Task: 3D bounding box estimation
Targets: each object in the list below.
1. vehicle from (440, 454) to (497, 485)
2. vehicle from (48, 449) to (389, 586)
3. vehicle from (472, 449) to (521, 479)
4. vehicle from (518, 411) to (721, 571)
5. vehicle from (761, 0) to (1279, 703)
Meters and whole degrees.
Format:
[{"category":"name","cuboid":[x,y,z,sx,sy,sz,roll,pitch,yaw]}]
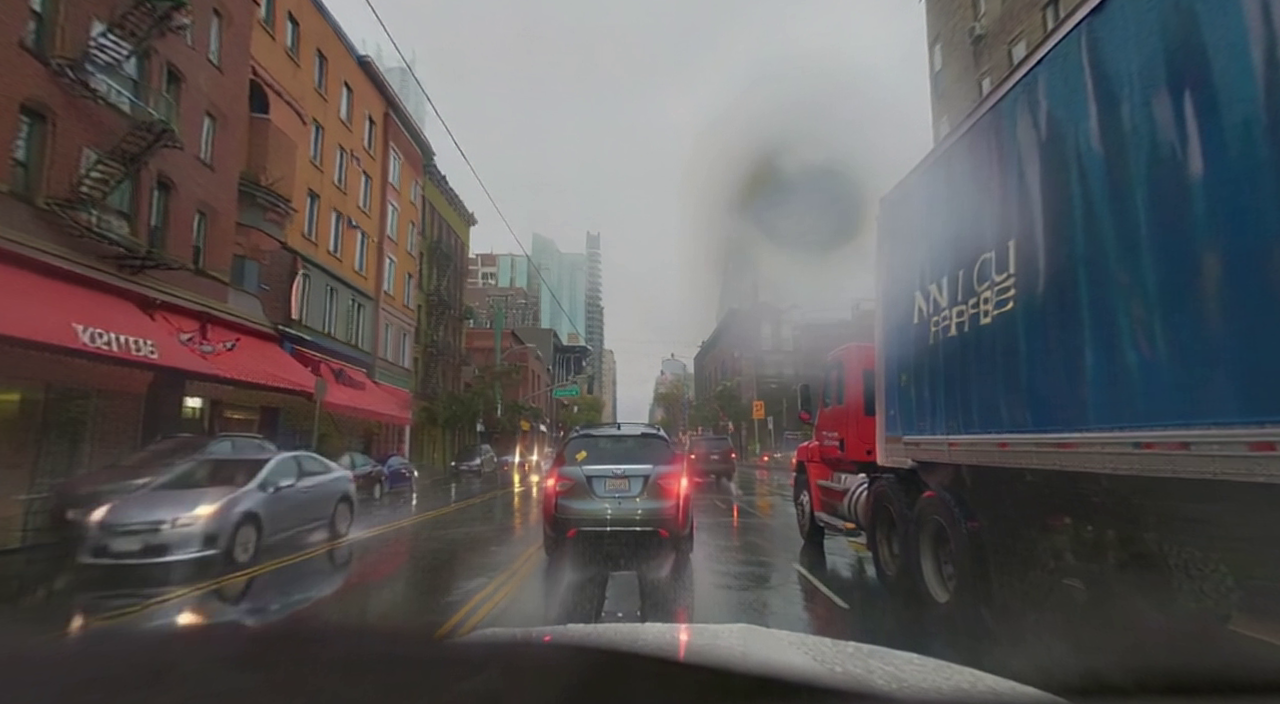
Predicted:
[{"category":"vehicle","cuboid":[-8.732,5.994,32.553,1.805,1.379,4.359,0,-9,-1]},{"category":"vehicle","cuboid":[-5.574,2.185,9.277,1.997,1.467,4.373,0,-9,0]},{"category":"vehicle","cuboid":[-8.703,6.843,38.737,2.084,1.686,4.422,0,-9,-1]},{"category":"vehicle","cuboid":[-0.226,1.915,9.476,2.283,1.783,4.548,0,-9,0]},{"category":"vehicle","cuboid":[2.909,-0.017,2.346,2.913,3.771,9.716,0,-9,0]}]
